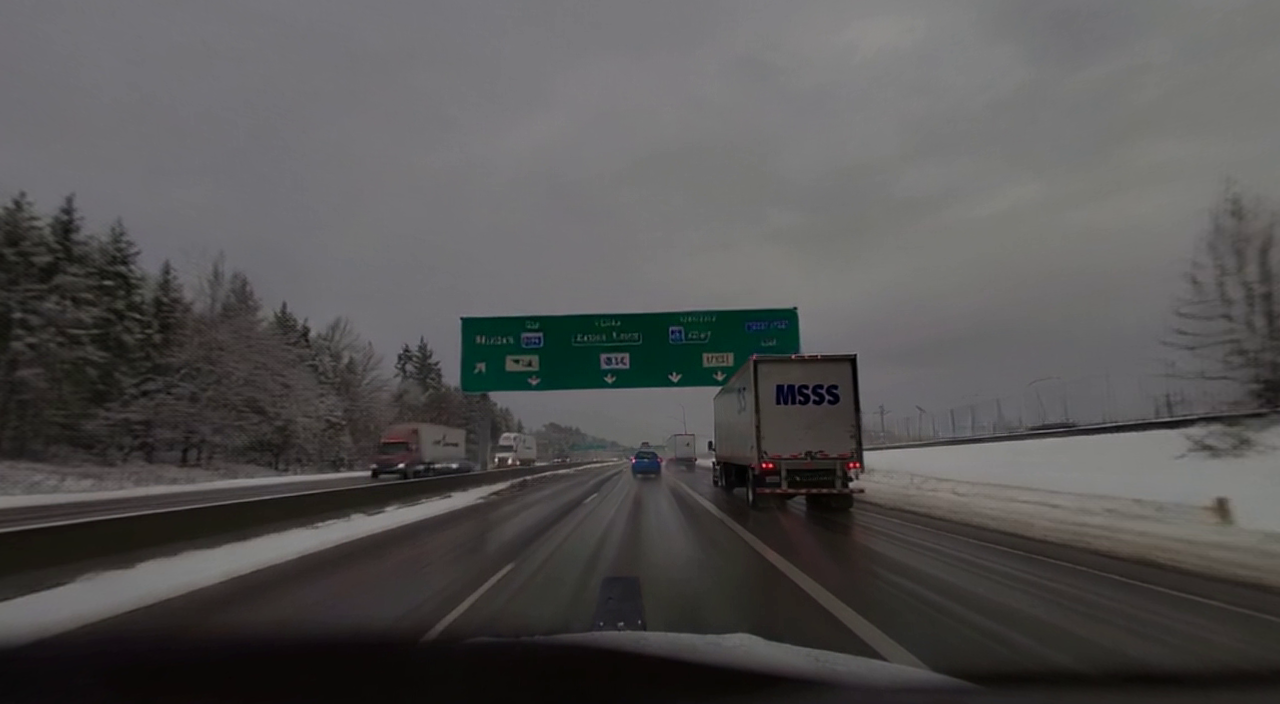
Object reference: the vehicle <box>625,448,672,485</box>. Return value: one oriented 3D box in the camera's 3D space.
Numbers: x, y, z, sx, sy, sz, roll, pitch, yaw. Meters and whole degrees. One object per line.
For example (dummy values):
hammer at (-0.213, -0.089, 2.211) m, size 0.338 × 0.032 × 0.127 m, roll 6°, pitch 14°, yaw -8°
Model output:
vehicle at (0.433, 5.518, 30.661) m, size 2.121 × 1.642 × 3.828 m, roll 0°, pitch -9°, yaw 1°

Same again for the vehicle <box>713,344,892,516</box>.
vehicle at (4.691, 2.926, 22.184) m, size 3.002 × 4.104 × 14.174 m, roll 0°, pitch -9°, yaw 2°

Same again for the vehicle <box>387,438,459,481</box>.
vehicle at (-13.384, 6.673, 39.400) m, size 2.348 × 2.494 × 5.681 m, roll 0°, pitch -9°, yaw 1°
